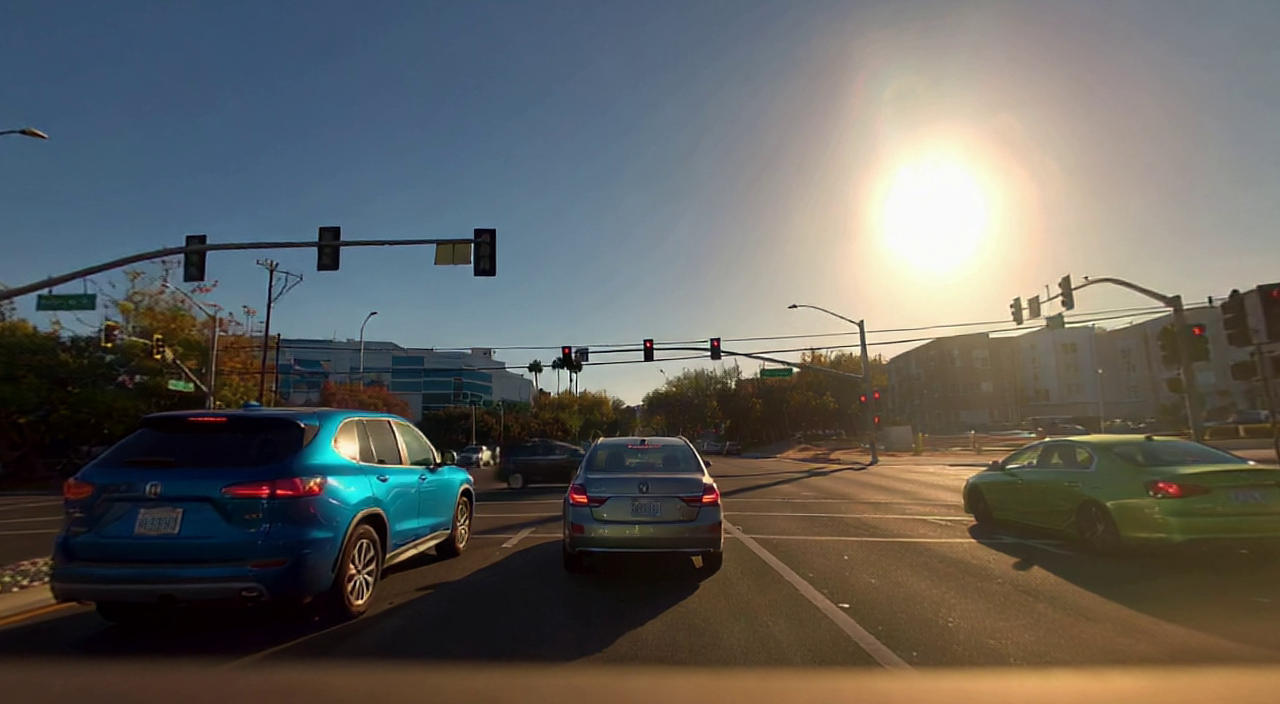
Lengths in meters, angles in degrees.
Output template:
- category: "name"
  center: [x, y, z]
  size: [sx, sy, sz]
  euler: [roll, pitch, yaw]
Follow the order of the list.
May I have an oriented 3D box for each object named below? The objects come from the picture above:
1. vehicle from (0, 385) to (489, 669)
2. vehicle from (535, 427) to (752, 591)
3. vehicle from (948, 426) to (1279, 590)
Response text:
- category: "vehicle"
  center: [-3.103, 1.372, 6.089]
  size: [2.051, 1.682, 4.467]
  euler: [0, -8, 2]
- category: "vehicle"
  center: [0.000, 1.707, 7.720]
  size: [1.942, 1.445, 3.973]
  euler: [0, -8, -1]
- category: "vehicle"
  center: [6.094, 1.764, 8.109]
  size: [1.970, 1.489, 4.482]
  euler: [0, -8, -1]
